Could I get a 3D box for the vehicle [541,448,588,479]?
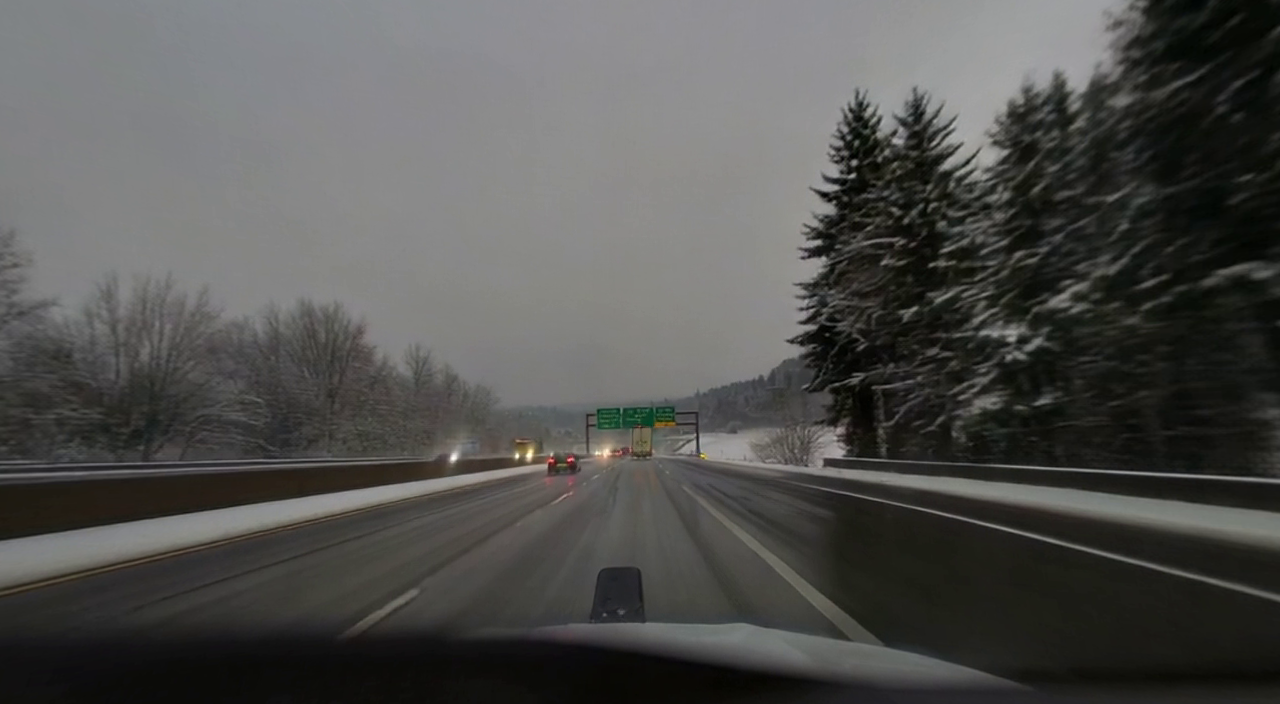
[{"bbox_3d":[-3.799,5.711,32.507,1.886,1.465,4.119,0,-9,0],"label":"vehicle"}]
